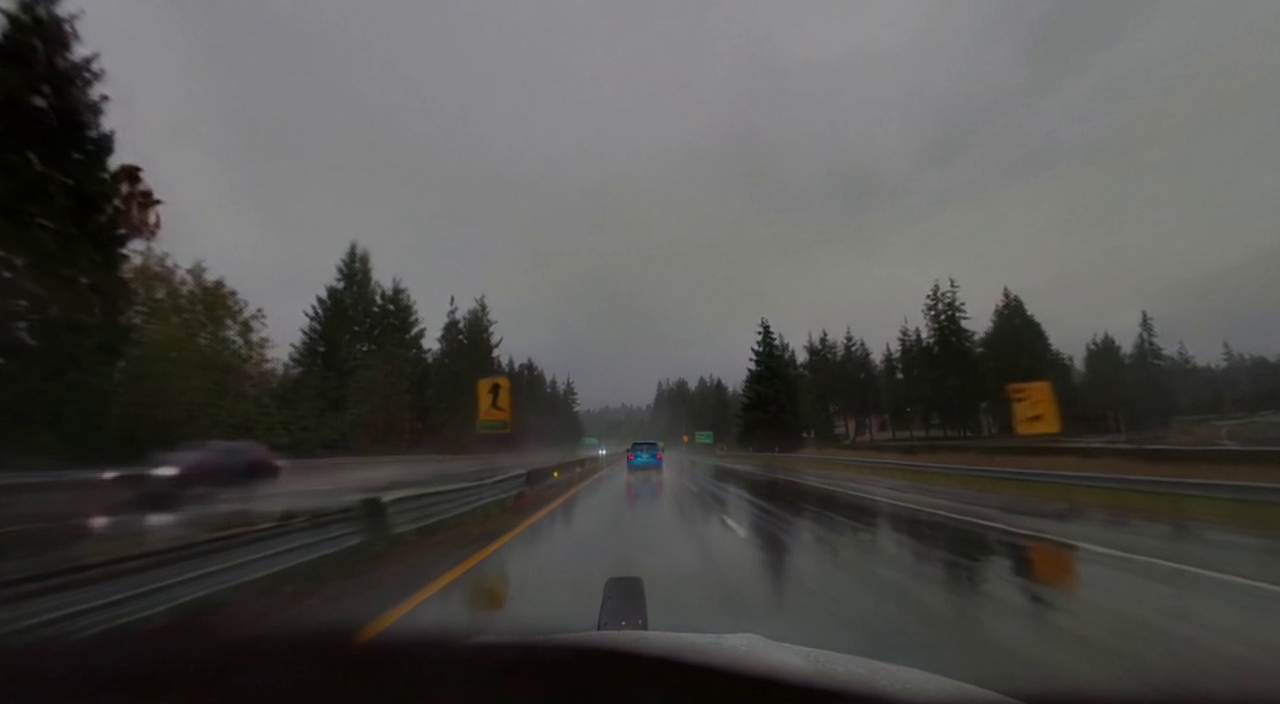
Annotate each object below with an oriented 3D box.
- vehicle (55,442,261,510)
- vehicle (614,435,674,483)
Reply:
[{"bbox_3d":[-12.124,3.129,16.331,1.847,1.486,4.383,0,-9,0],"label":"vehicle"},{"bbox_3d":[0.157,4.197,24.936,2.190,1.706,4.062,0,-9,0],"label":"vehicle"}]
